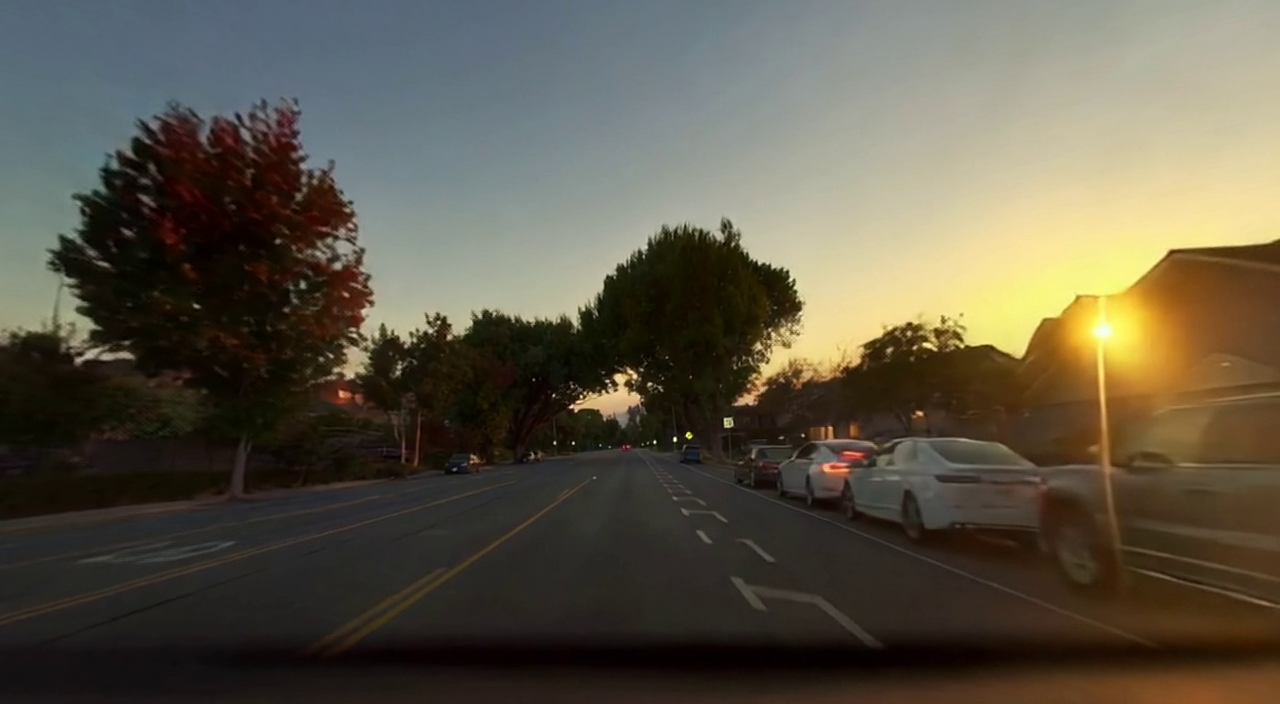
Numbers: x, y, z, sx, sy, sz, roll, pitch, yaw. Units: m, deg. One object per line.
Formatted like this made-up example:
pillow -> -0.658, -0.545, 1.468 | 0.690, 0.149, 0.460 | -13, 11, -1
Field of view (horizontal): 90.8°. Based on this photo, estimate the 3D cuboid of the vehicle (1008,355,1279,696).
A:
vehicle -> 4.524, 0.949, 3.360 | 2.074, 1.838, 5.402 | 1, -8, 3

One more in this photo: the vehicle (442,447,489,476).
vehicle -> -12.487, 7.820, 45.482 | 2.034, 1.646, 4.808 | -5, -7, -2

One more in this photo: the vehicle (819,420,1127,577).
vehicle -> 4.575, 2.079, 9.963 | 1.917, 1.664, 5.490 | 3, -9, 0
